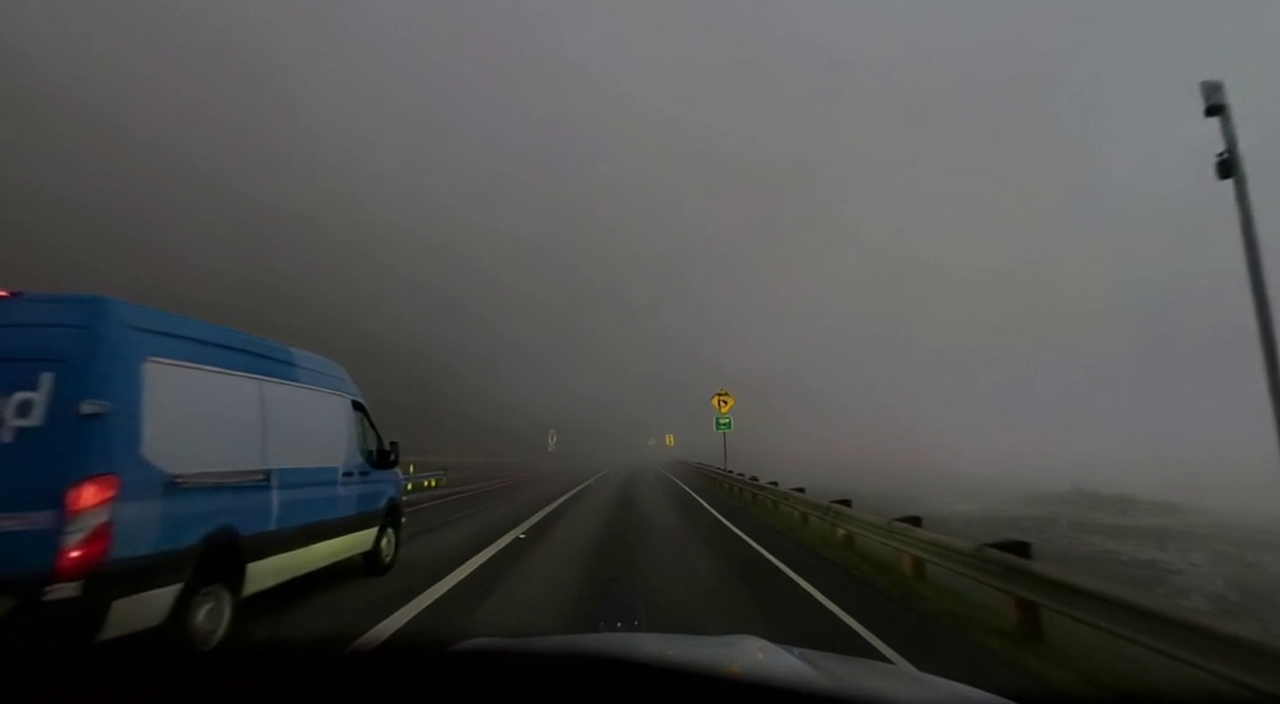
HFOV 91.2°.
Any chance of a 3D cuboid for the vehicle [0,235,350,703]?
[{"bbox_3d":[-5.103,1.129,6.708,2.463,2.640,7.034,2,-9,-16],"label":"vehicle"}]
